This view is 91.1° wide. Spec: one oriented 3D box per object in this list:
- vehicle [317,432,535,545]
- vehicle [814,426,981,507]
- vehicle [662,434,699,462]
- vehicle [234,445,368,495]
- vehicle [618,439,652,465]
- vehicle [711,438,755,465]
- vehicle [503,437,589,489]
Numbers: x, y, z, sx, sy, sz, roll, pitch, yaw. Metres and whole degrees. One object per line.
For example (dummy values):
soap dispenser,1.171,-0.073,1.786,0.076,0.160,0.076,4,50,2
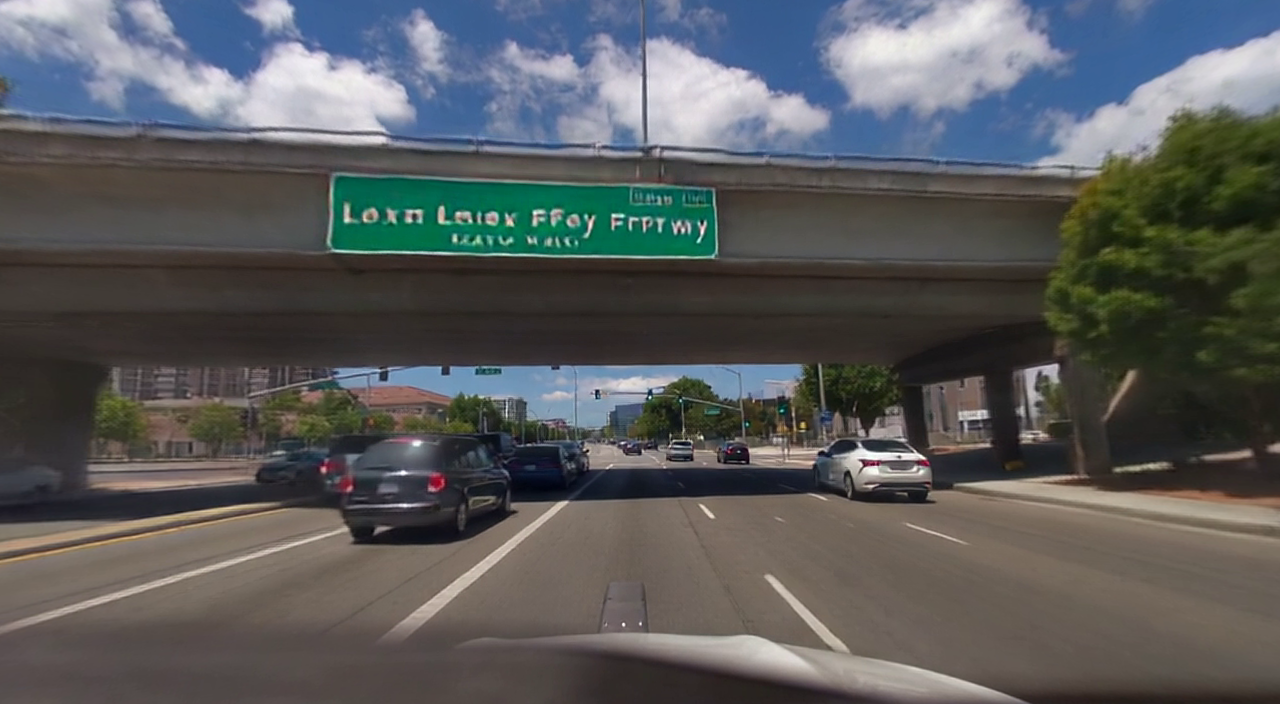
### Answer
vehicle,-3.177,2.104,10.403,2.041,1.466,4.212,0,-8,1
vehicle,5.875,2.669,15.086,2.056,1.624,4.498,0,-8,-1
vehicle,2.664,6.429,41.960,2.034,1.762,4.420,0,-8,-2
vehicle,-11.231,3.905,21.191,1.891,1.406,4.222,2,-9,4
vehicle,-0.331,6.141,38.657,2.026,1.453,3.780,0,-8,-1
vehicle,5.695,6.162,39.066,1.924,1.527,4.268,0,-8,-2
vehicle,-2.870,3.511,20.215,1.980,1.491,4.351,0,-8,1
